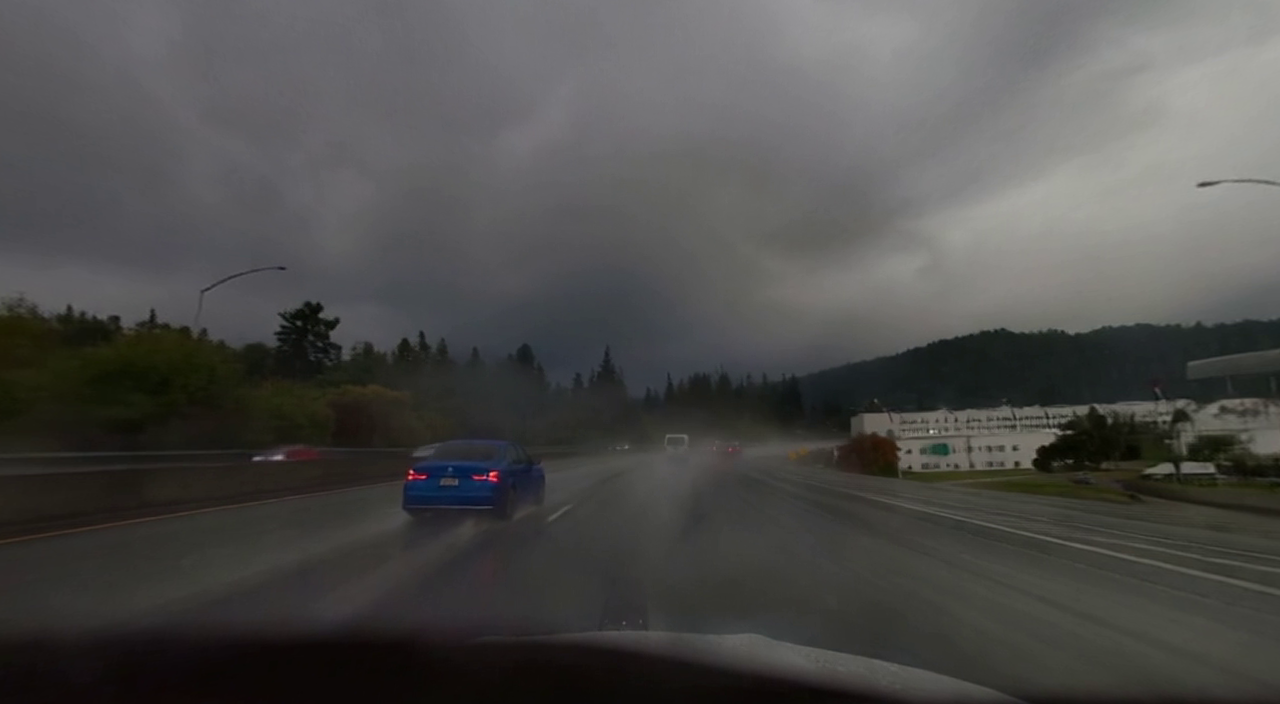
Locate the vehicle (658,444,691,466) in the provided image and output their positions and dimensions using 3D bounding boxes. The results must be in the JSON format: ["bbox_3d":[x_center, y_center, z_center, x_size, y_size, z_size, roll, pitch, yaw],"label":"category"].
[{"bbox_3d":[2.433,7.139,43.931,2.158,1.458,3.656,0,-9,4],"label":"vehicle"}]

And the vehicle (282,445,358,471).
[{"bbox_3d":[-19.296,6.381,38.277,1.902,1.478,4.631,0,-9,4],"label":"vehicle"}]

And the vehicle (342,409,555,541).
[{"bbox_3d":[-3.015,2.080,11.313,2.185,1.823,4.854,0,-9,1],"label":"vehicle"}]

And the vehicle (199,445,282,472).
[{"bbox_3d":[-23.377,6.214,37.106,1.808,1.495,4.294,-1,-9,4],"label":"vehicle"}]
